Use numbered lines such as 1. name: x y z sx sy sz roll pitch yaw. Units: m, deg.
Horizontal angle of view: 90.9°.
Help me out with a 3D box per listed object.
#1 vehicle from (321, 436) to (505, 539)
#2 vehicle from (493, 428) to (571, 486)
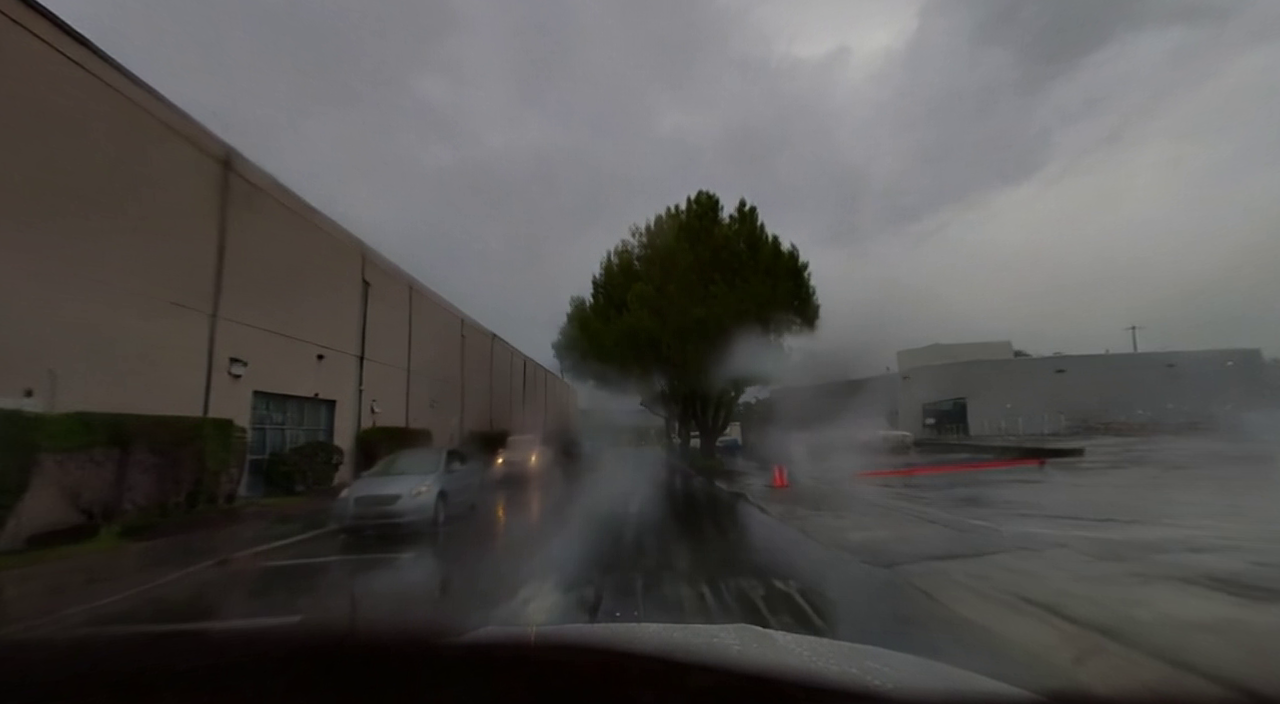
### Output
1. vehicle: -4.151 2.552 12.391 2.040 1.501 4.440 -4 -9 -1
2. vehicle: -4.021 4.078 24.356 2.161 1.843 5.181 -4 -10 -2
